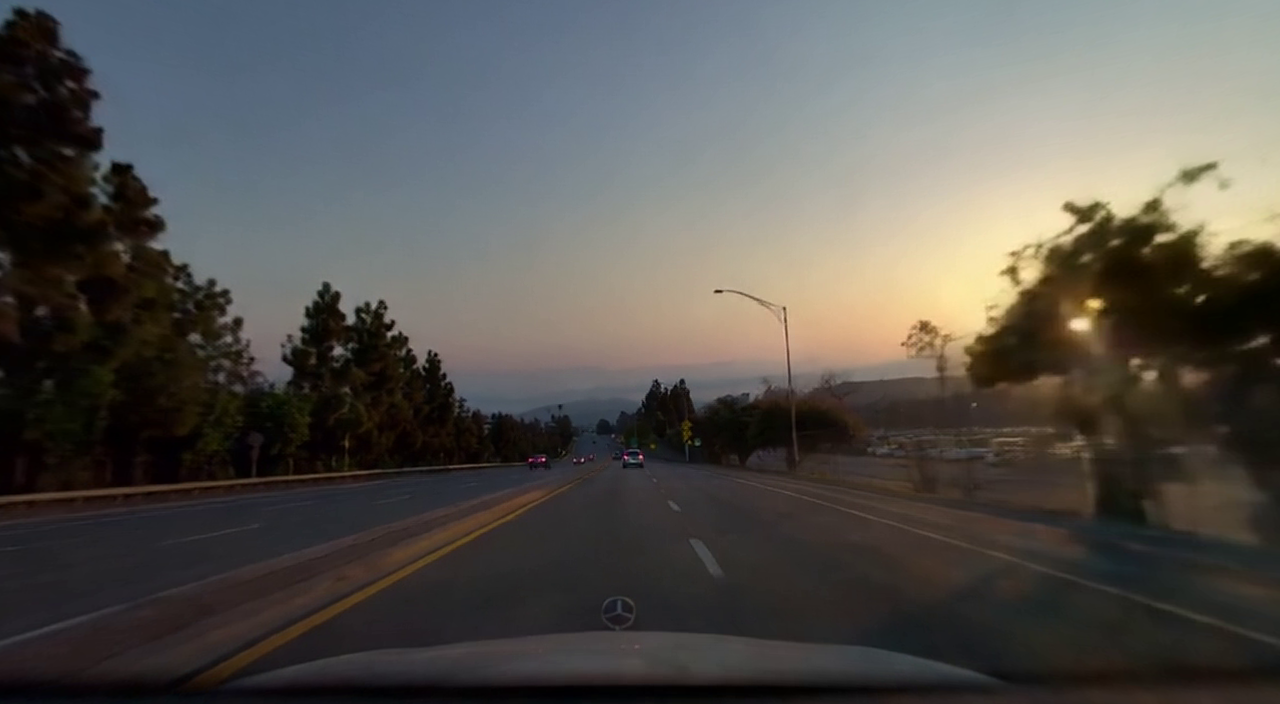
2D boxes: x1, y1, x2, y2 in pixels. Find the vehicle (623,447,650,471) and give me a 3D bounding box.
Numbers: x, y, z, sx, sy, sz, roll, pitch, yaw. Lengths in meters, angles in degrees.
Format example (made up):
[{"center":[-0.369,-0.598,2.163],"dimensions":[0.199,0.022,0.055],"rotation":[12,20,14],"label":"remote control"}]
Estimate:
[{"center":[-0.319,8.320,49.308],"dimensions":[2.001,1.688,4.128],"rotation":[0,-8,-2],"label":"vehicle"}]
